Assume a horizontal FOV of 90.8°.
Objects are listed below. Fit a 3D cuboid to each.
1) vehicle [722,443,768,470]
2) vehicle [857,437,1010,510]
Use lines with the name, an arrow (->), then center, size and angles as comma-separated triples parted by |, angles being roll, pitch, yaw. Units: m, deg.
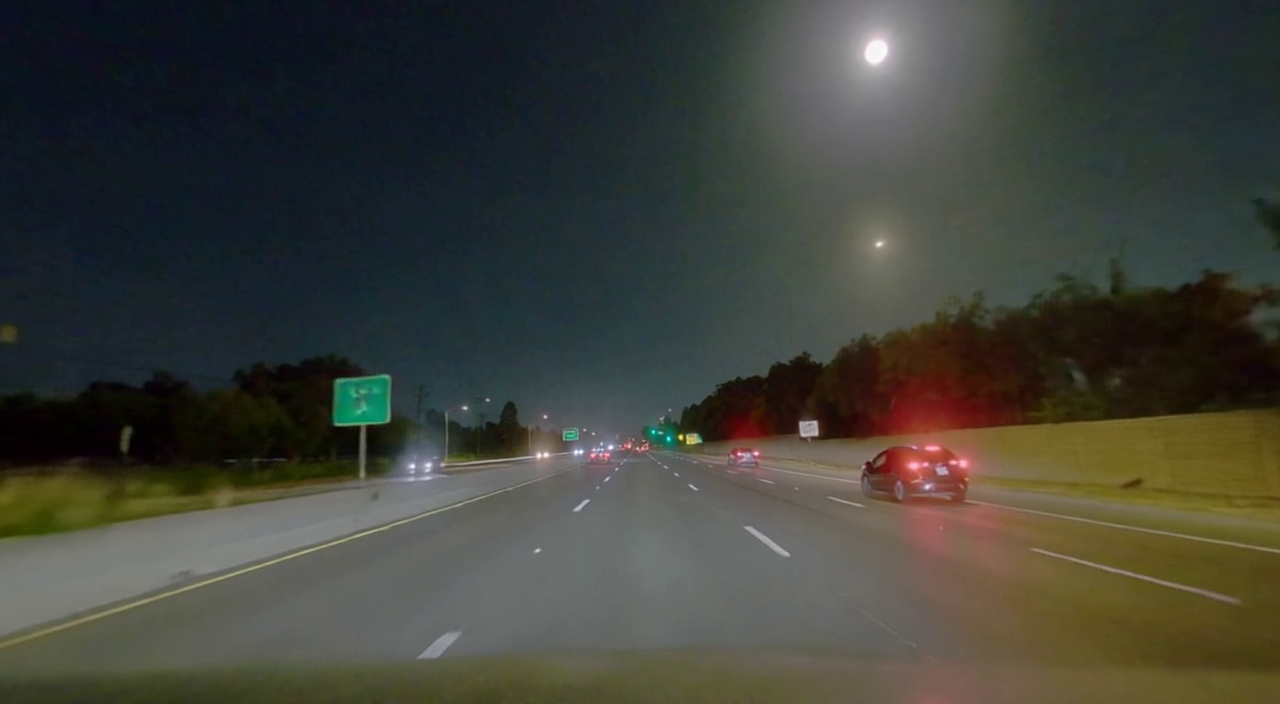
vehicle -> 6.597, 6.579, 40.149 | 1.987, 1.597, 4.463 | 0, -8, -2
vehicle -> 6.850, 2.852, 15.246 | 1.838, 1.518, 3.713 | 0, -8, -1
